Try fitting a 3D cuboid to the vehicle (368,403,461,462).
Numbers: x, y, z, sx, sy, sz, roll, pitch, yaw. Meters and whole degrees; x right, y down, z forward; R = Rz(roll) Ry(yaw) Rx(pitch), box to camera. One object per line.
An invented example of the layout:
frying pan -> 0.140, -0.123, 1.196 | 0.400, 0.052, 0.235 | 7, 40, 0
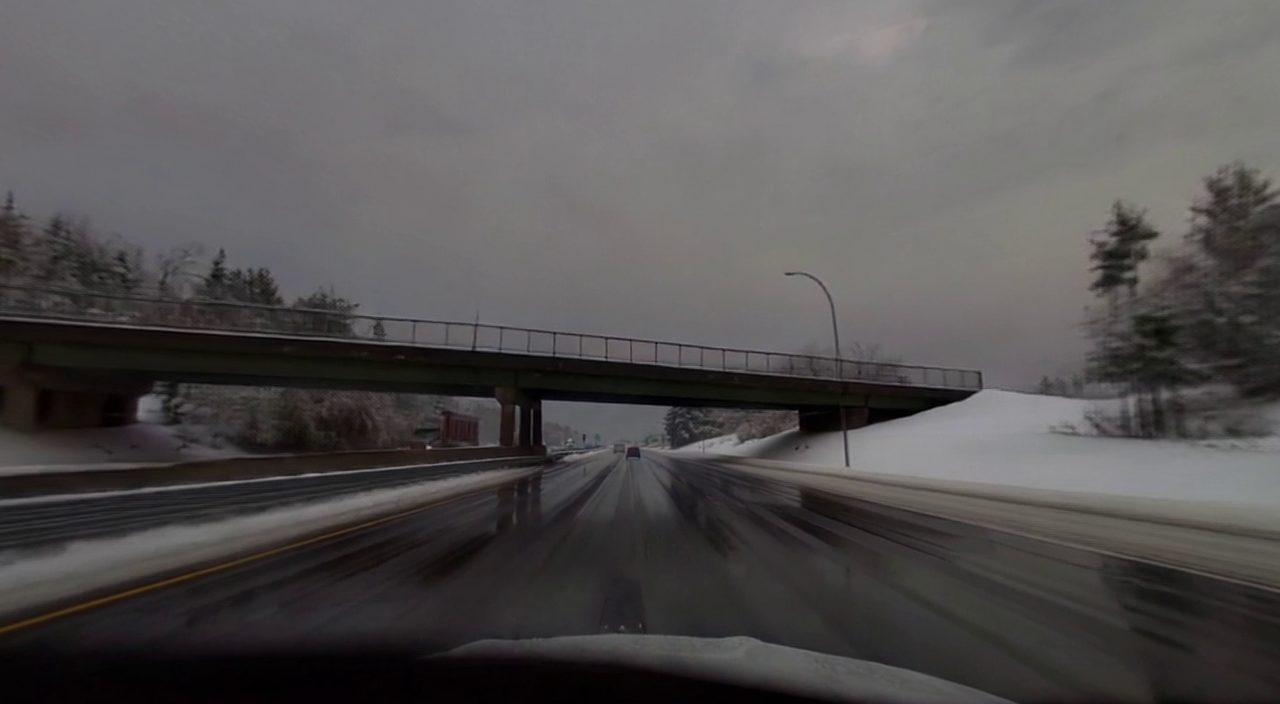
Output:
vehicle -> -16.109, 6.014, 46.098 | 2.985, 3.790, 10.161 | 0, -9, 0
